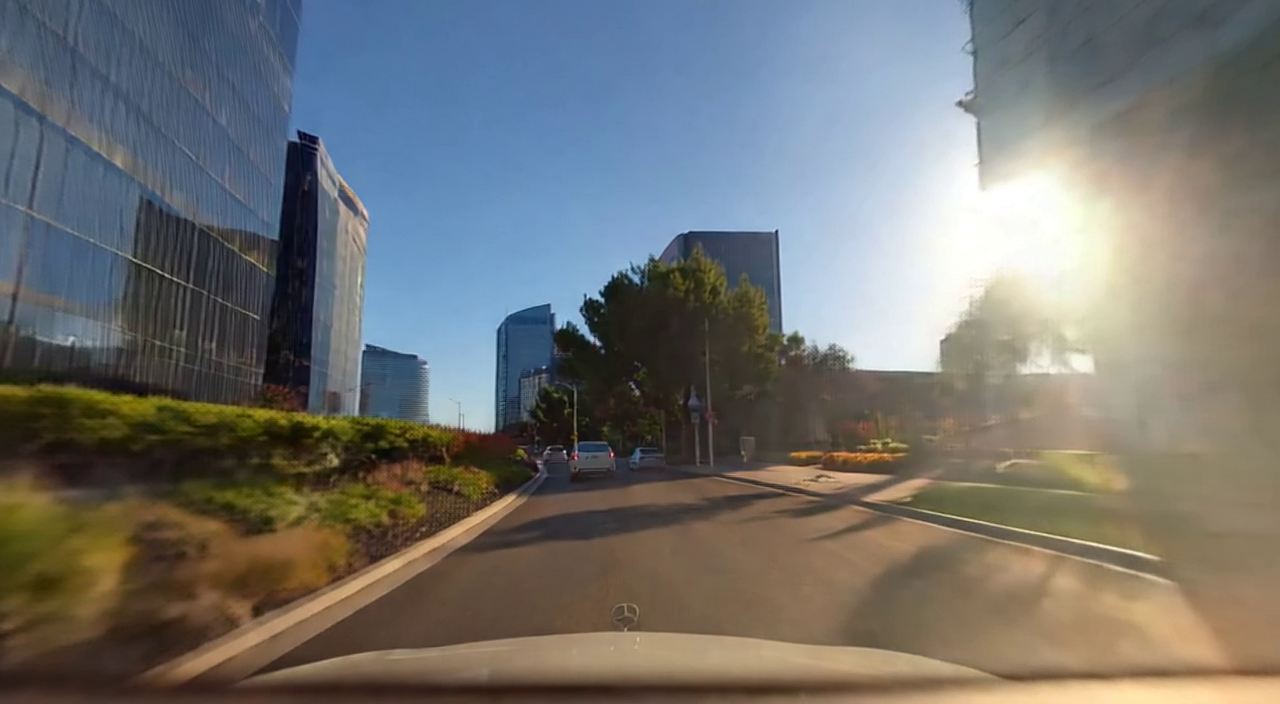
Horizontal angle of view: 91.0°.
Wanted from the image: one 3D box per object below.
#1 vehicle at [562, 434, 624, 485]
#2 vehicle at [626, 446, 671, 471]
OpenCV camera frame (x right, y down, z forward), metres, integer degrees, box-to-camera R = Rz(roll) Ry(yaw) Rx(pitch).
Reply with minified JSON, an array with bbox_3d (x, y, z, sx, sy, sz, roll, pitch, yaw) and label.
[{"bbox_3d":[-1.908,4.176,24.688,2.173,1.761,4.374,1,-9,-6],"label":"vehicle"},{"bbox_3d":[0.474,6.783,40.430,2.116,1.506,4.355,2,-9,-10],"label":"vehicle"}]
